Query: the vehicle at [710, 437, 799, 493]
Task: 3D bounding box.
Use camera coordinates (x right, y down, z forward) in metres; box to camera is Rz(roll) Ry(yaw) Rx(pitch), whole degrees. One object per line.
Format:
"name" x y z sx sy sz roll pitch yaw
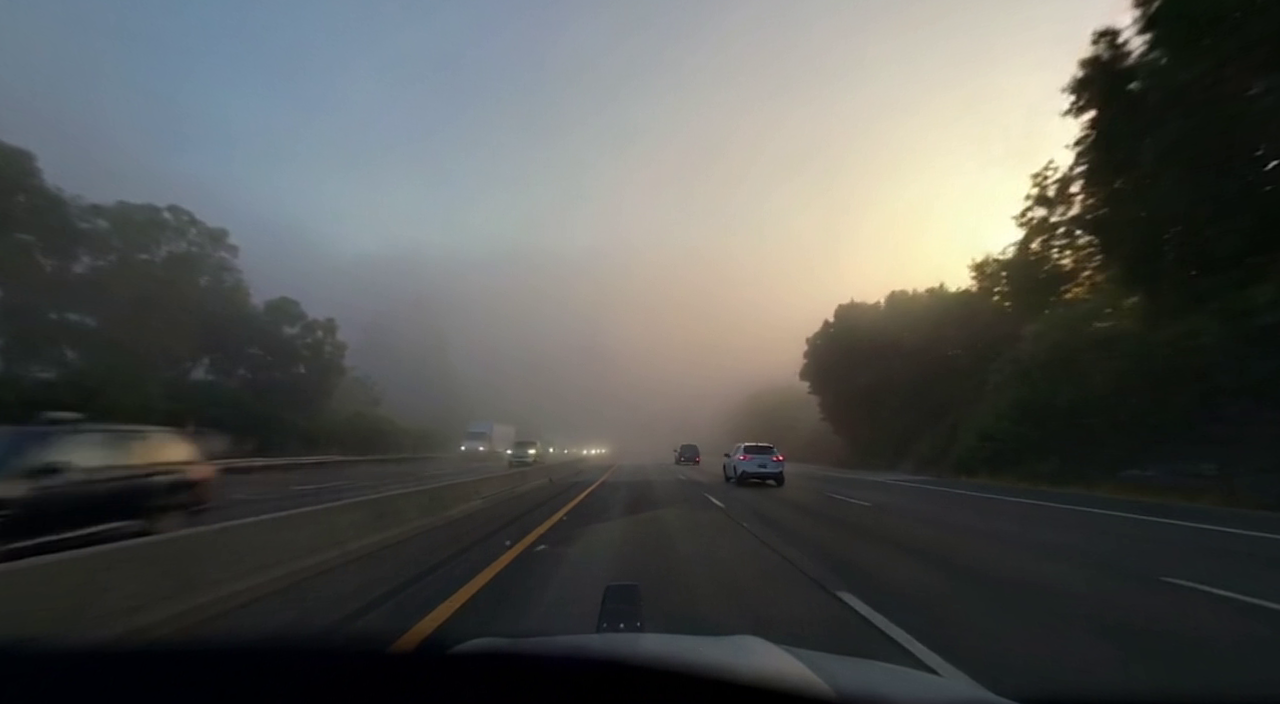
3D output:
"vehicle" 3.564 3.619 20.505 2.023 1.603 4.159 0 -9 -1

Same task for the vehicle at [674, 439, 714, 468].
"vehicle" 3.460 6.664 41.391 2.070 1.751 4.576 0 -9 -2

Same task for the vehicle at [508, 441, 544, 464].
"vehicle" -8.692 7.734 48.439 1.988 1.672 4.426 0 -9 0
